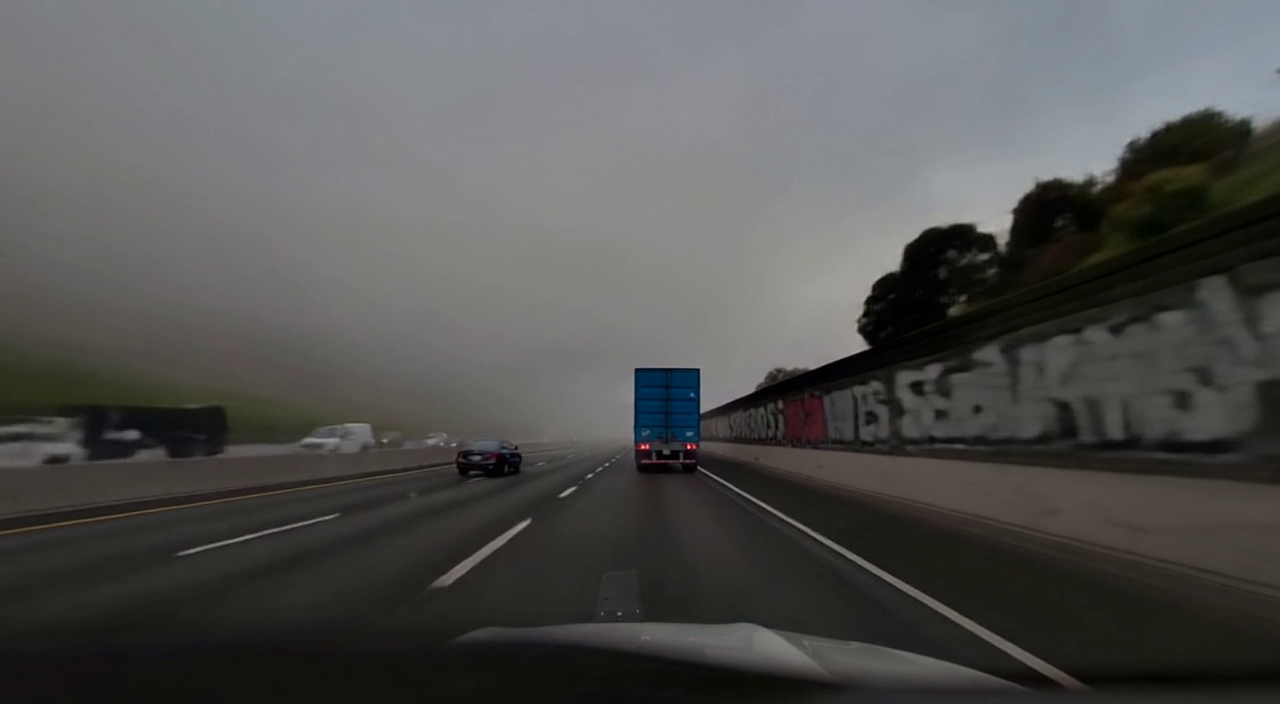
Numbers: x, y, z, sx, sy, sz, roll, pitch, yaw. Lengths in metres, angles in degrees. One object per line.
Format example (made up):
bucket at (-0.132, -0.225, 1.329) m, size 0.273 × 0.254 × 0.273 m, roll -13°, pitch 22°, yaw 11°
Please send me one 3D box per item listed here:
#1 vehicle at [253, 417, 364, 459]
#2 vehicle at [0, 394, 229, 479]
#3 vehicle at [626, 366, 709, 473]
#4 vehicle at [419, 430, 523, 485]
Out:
vehicle at (-14.331, 3.769, 27.668) m, size 2.026 × 1.651 × 5.129 m, roll 0°, pitch -8°, yaw 1°
vehicle at (-22.121, 3.673, 27.319) m, size 2.853 × 3.094 × 8.285 m, roll 0°, pitch -8°, yaw 1°
vehicle at (0.883, 3.103, 27.726) m, size 2.921 × 3.765 × 10.773 m, roll 0°, pitch -8°, yaw -1°
vehicle at (-5.242, 3.320, 20.247) m, size 1.982 × 1.535 × 4.519 m, roll 0°, pitch -8°, yaw 1°
